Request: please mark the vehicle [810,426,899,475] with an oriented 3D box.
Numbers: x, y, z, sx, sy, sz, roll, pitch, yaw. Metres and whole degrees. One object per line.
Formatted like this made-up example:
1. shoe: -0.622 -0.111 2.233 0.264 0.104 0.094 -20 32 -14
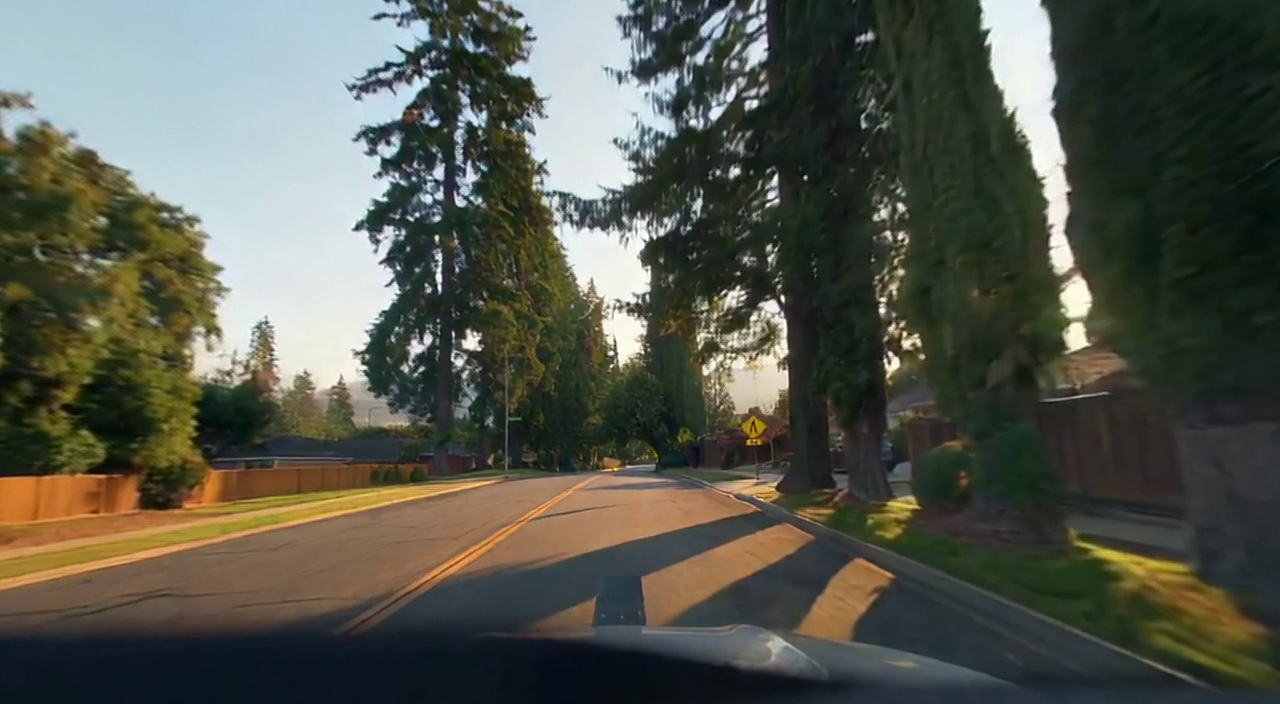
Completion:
1. vehicle: 9.882 4.615 29.748 2.335 2.028 6.172 -1 -9 4
